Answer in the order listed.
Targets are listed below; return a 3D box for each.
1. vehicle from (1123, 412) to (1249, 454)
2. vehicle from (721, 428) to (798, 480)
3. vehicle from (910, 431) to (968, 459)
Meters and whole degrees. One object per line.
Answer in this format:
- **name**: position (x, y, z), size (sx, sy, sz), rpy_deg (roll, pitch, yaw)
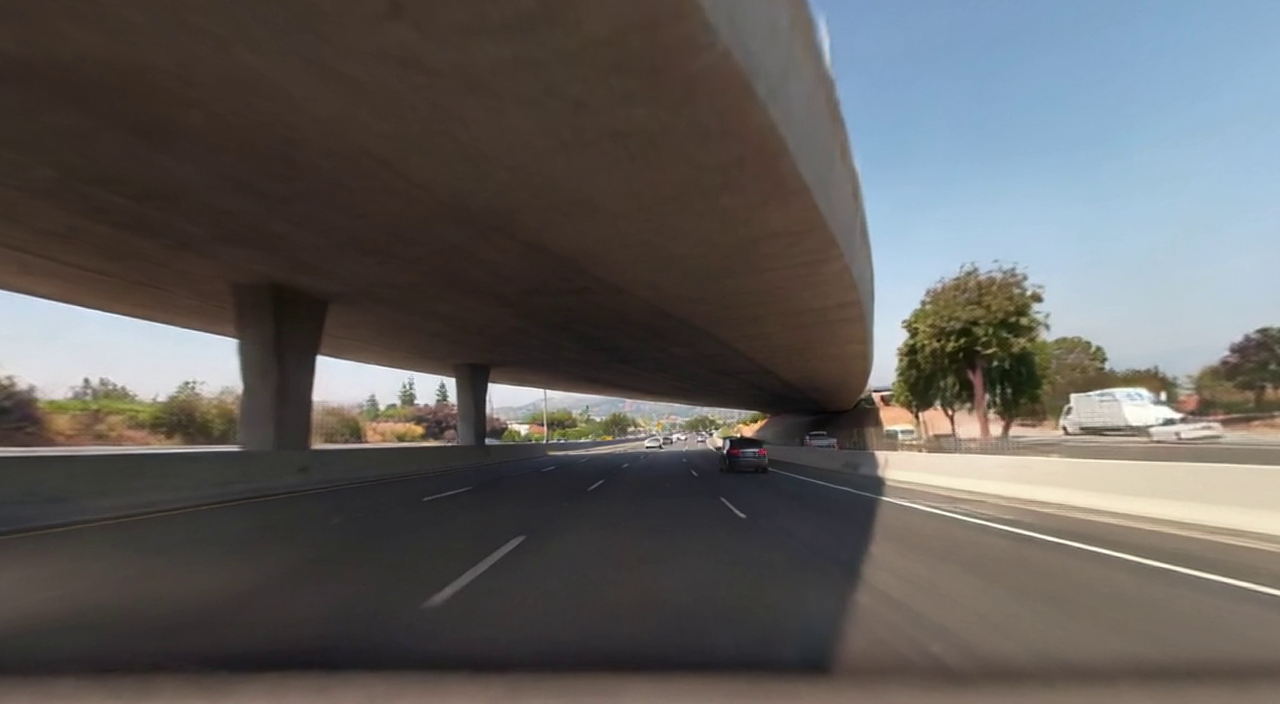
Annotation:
- **vehicle**: position (29.342, 4.387, 34.009), size (4.491, 1.767, 2.057), rpy_deg (-8, -9, 16)
- **vehicle**: position (4.287, 3.750, 23.284), size (2.090, 1.715, 4.228), rpy_deg (0, -8, 1)
- **vehicle**: position (20.118, 6.332, 42.609), size (1.912, 1.756, 4.768), rpy_deg (0, -9, 4)
